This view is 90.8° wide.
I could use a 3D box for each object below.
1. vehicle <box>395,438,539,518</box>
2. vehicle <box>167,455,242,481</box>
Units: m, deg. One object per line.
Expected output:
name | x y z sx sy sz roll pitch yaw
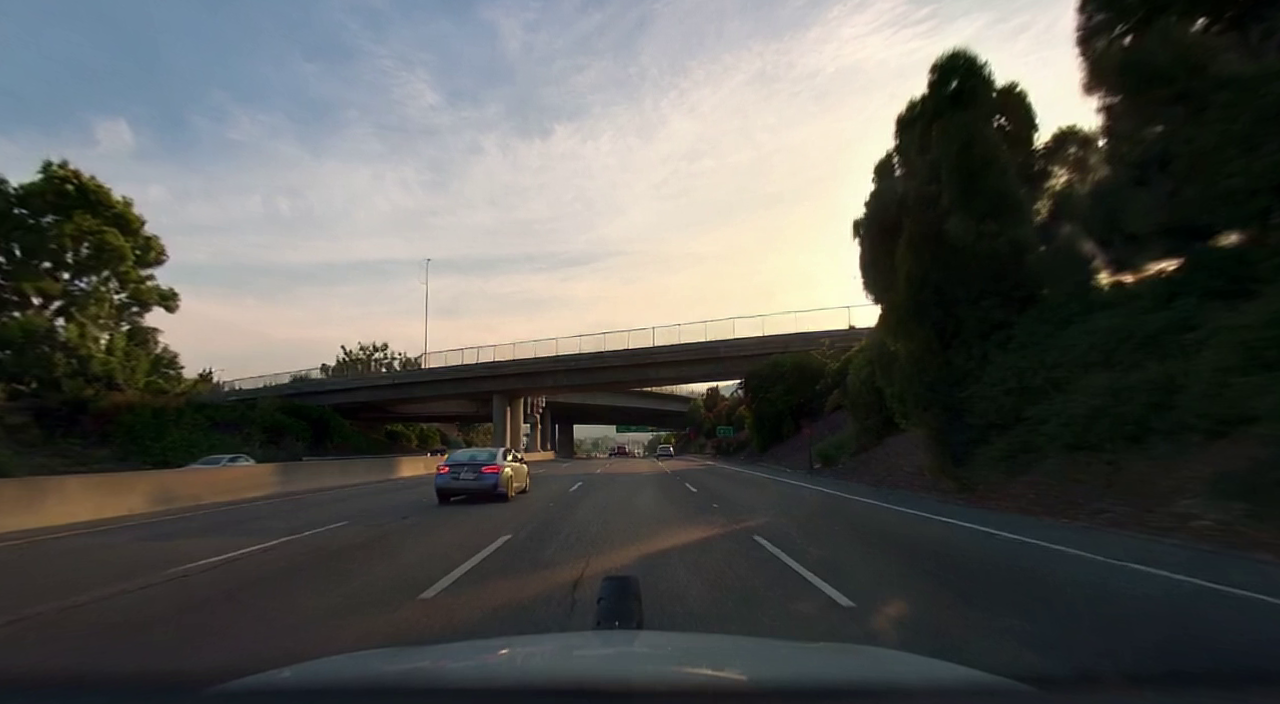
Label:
vehicle | -3.692 2.762 14.410 2.037 1.514 4.335 0 -9 0
vehicle | -28.103 7.447 40.915 1.809 1.504 4.361 0 -9 -1
